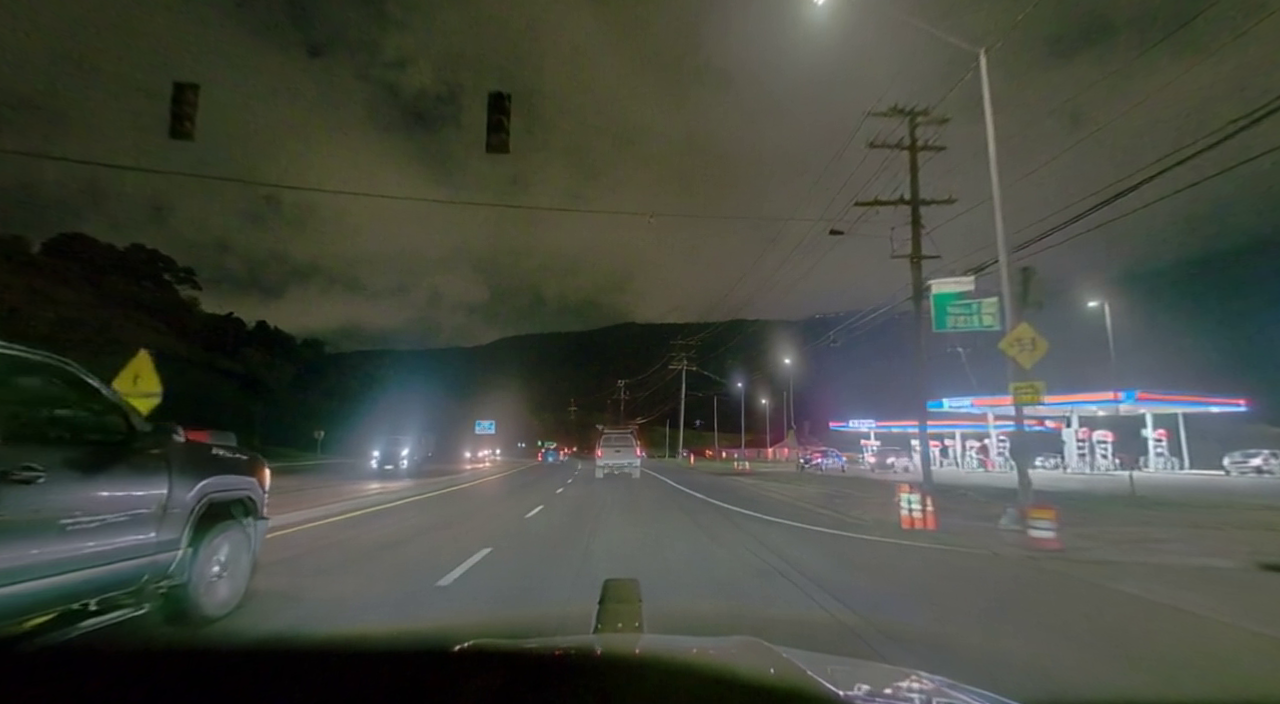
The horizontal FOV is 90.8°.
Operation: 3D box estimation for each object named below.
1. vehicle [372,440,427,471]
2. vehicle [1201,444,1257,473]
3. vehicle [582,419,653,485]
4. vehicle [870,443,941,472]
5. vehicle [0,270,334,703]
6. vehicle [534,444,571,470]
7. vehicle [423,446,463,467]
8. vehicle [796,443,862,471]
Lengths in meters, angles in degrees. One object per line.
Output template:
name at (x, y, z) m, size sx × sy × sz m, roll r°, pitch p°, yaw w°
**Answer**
vehicle at (-14.850, 6.362, 39.189) m, size 1.991 × 1.803 × 4.100 m, roll 0°, pitch -8°, yaw -4°
vehicle at (34.348, 6.160, 36.806) m, size 3.770 × 1.581 × 1.764 m, roll 6°, pitch -10°, yaw -39°
vehicle at (-0.924, 3.872, 24.891) m, size 2.486 × 2.280 × 5.291 m, roll 0°, pitch -8°, yaw -3°
vehicle at (18.584, 7.287, 44.109) m, size 5.424 × 1.844 × 2.255 m, roll 7°, pitch -10°, yaw -41°
vehicle at (-3.795, 0.663, 2.452) m, size 2.345 × 2.012 × 5.693 m, roll 0°, pitch -8°, yaw 0°
vehicle at (-5.396, 6.499, 39.416) m, size 1.972 × 1.496 × 4.150 m, roll 0°, pitch -8°, yaw -3°
vehicle at (-15.306, 8.109, 49.259) m, size 1.993 × 1.455 × 3.967 m, roll 0°, pitch -8°, yaw -3°
vehicle at (13.776, 7.554, 45.801) m, size 5.331 × 1.917 × 2.166 m, roll 7°, pitch -11°, yaw -44°
